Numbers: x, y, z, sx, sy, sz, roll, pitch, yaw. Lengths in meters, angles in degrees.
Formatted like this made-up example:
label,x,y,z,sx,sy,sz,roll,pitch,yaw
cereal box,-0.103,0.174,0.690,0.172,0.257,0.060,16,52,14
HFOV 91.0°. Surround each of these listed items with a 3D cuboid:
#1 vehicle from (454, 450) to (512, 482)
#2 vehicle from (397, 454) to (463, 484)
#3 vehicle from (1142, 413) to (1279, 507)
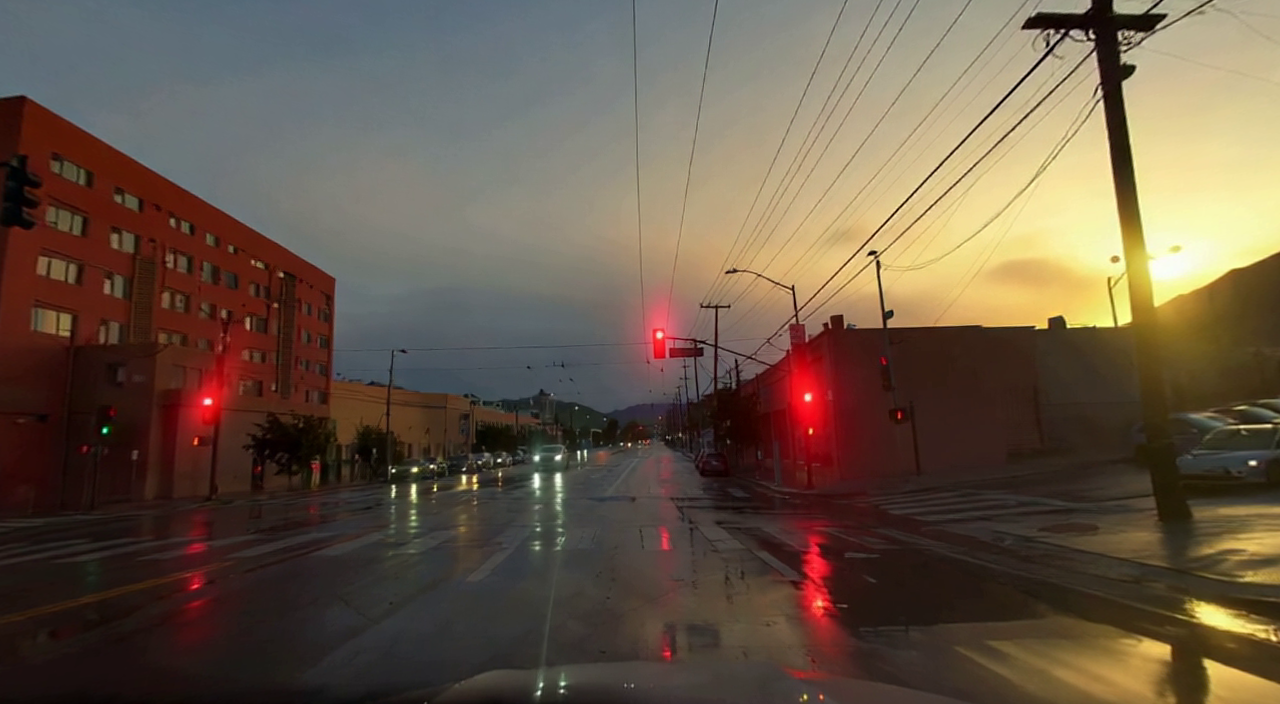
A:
label,x,y,z,sx,sy,sz,roll,pitch,yaw
vehicle,-8.702,6.313,35.216,2.020,1.672,3.842,0,-9,3
vehicle,-12.000,6.693,36.298,1.943,1.574,4.727,0,-9,3
vehicle,12.745,2.173,12.826,3.234,1.746,1.941,-1,-9,1
